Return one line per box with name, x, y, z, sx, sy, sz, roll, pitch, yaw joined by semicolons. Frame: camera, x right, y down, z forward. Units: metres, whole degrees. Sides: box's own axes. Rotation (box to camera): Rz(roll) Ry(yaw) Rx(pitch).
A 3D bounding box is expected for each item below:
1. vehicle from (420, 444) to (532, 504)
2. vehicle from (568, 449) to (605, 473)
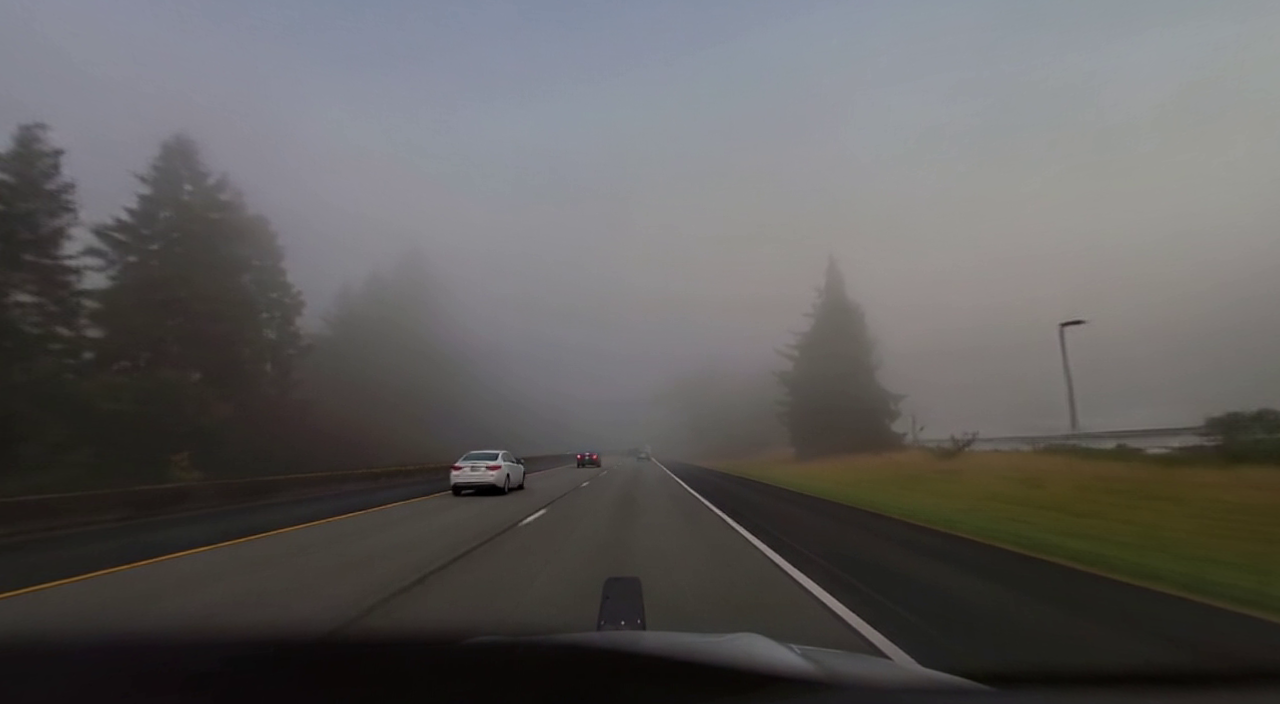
vehicle;-4.571;3.472;18.385;1.975;1.501;4.603;0;-9;1
vehicle;-3.403;7.012;40.743;2.005;1.474;3.921;0;-9;1
